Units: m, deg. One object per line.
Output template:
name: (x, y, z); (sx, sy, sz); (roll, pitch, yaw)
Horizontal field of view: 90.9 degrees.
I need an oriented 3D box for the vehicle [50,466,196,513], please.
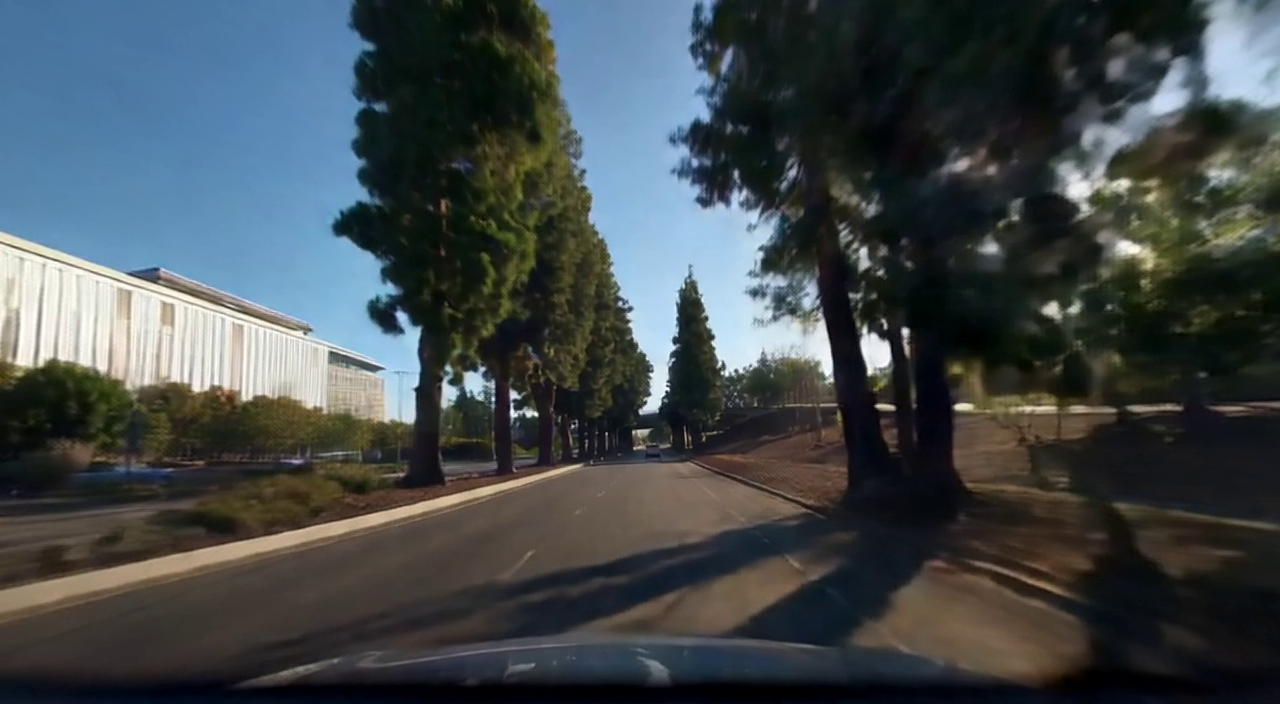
vehicle: (-21.574, 5.717, 26.661); (1.945, 1.481, 5.005); (-4, -8, 1)
